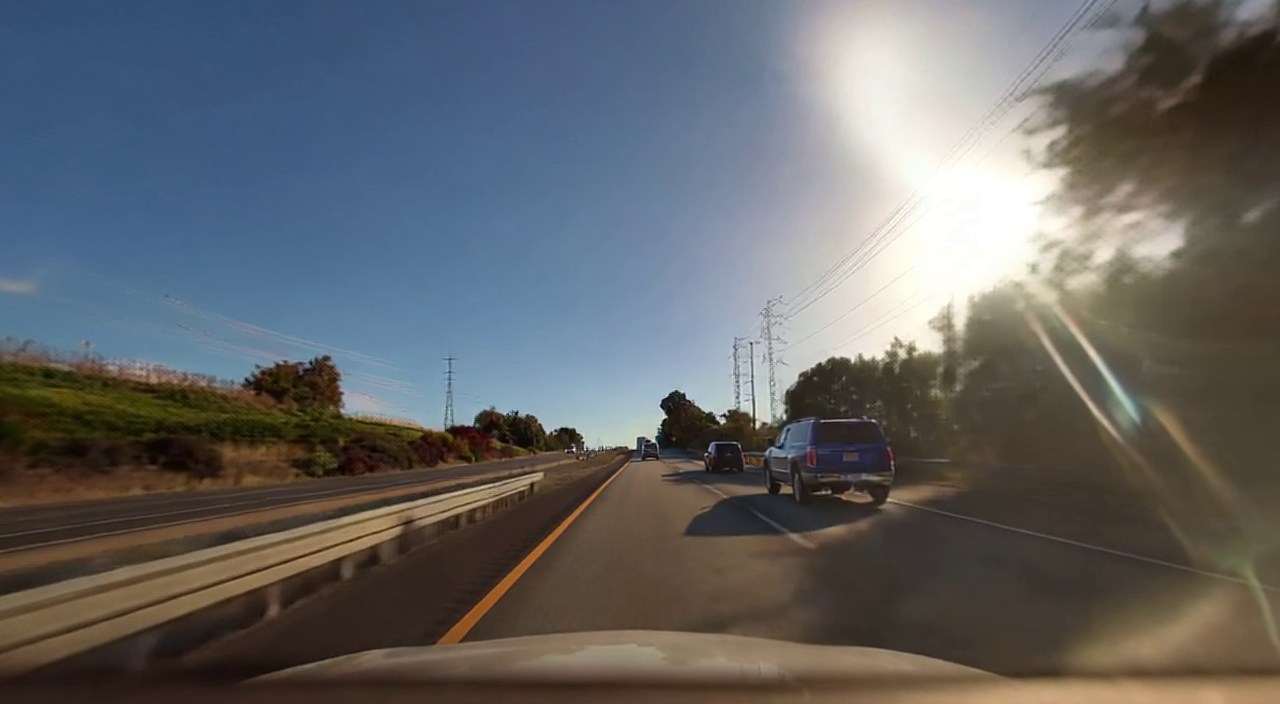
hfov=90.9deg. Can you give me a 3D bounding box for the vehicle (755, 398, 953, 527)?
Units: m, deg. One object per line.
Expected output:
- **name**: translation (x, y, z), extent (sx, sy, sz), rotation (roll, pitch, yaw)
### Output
- **vehicle**: translation (3.973, 2.184, 12.926), extent (2.145, 2.069, 5.057), rotation (0, -8, -1)

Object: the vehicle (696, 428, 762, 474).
- **vehicle**: translation (4.532, 5.194, 33.181), extent (2.594, 2.155, 5.670), rotation (-1, -8, 0)

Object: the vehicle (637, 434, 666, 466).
- **vehicle**: translation (0.801, 7.453, 48.220), extent (2.099, 2.260, 4.899), rotation (-1, -8, 0)
